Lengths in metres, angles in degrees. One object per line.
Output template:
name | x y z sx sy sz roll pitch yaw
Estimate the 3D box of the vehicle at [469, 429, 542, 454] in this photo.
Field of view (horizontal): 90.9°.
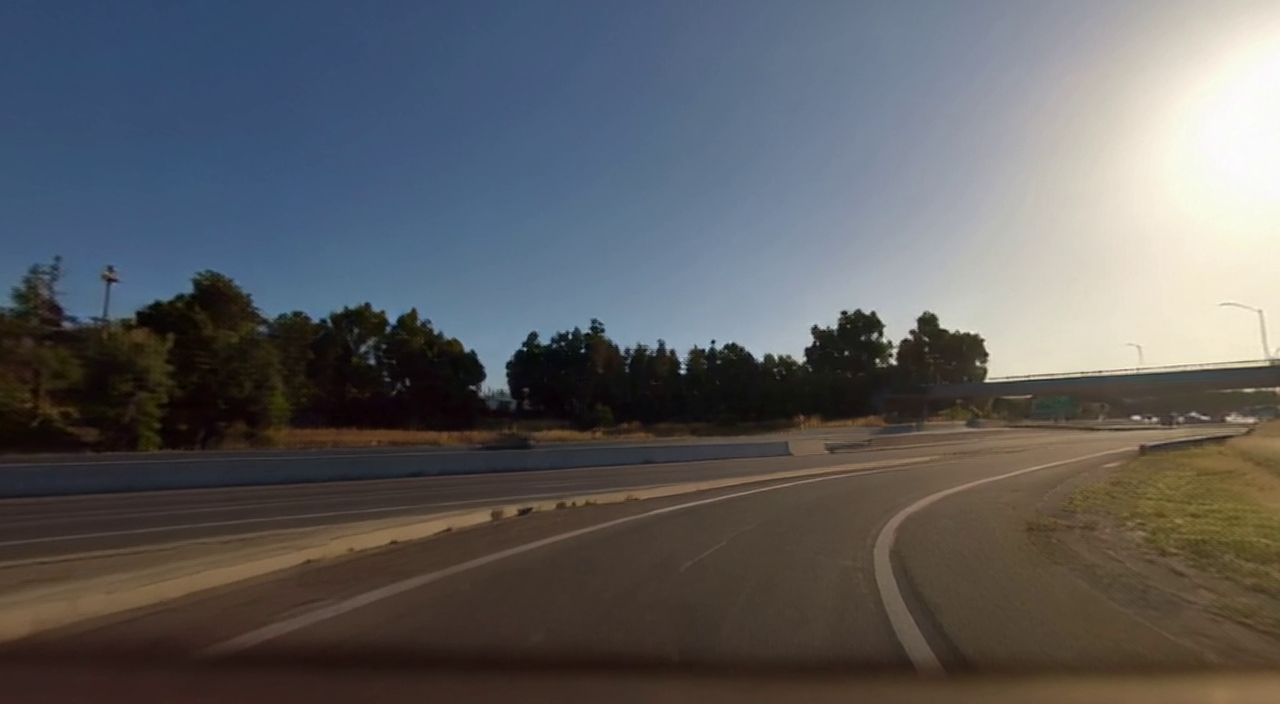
vehicle | -9.035 6.083 42.677 4.433 1.597 1.922 7 -11 -42
